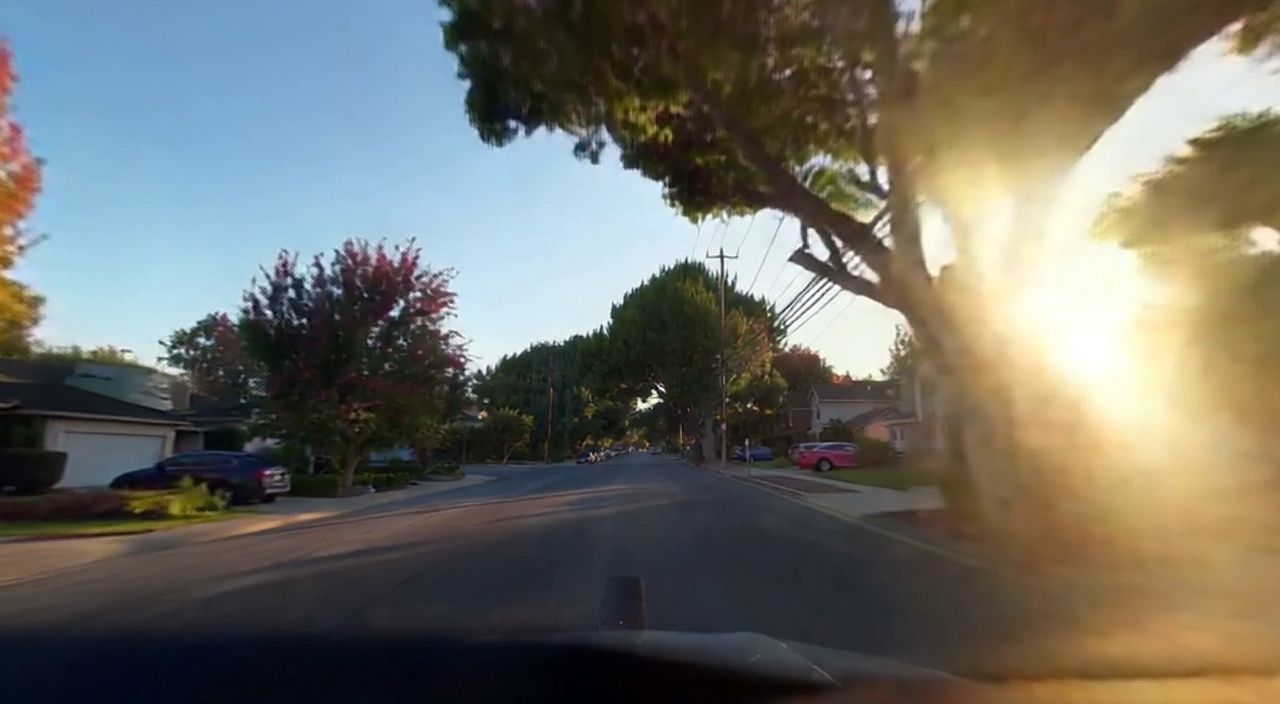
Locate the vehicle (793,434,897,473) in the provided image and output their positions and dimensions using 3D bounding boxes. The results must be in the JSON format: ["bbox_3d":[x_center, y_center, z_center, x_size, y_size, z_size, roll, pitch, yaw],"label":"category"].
[{"bbox_3d":[10.538,5.249,32.782,4.686,1.786,2.019,-3,-8,6],"label":"vehicle"}]

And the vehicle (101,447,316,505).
[{"bbox_3d":[-12.568,3.593,18.625,4.893,1.567,2.105,-1,-8,5],"label":"vehicle"}]
